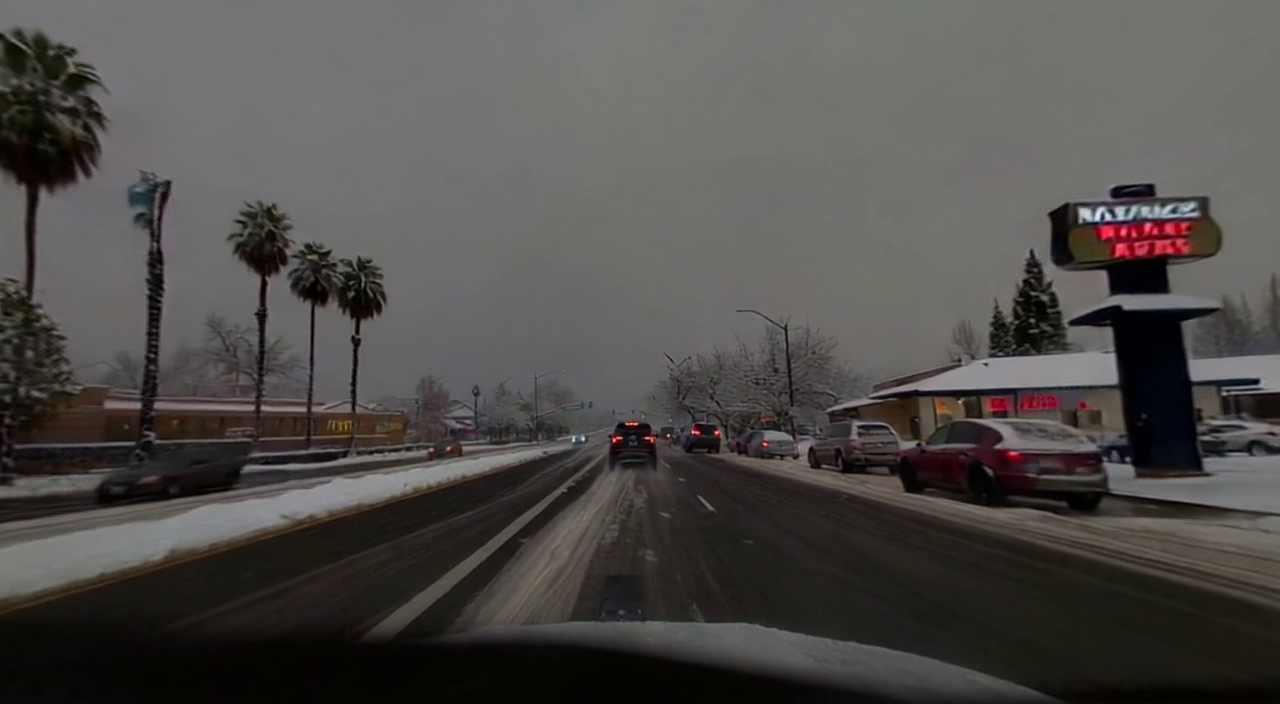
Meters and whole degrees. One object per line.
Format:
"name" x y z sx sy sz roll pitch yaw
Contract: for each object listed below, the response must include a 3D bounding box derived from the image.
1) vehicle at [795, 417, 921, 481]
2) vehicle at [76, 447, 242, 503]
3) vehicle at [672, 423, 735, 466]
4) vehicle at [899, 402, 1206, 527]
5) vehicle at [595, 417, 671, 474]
"vehicle" 6.417 2.946 19.305 2.001 1.692 4.800 0 -8 -2
"vehicle" -14.729 3.742 19.731 1.875 1.513 4.260 0 -8 -1
"vehicle" 2.784 4.203 28.762 2.187 1.777 4.444 0 -8 -2
"vehicle" 6.510 1.849 10.834 2.100 1.675 4.536 0 -8 -1
"vehicle" -0.277 3.377 22.762 2.428 1.816 4.959 0 -8 -1
